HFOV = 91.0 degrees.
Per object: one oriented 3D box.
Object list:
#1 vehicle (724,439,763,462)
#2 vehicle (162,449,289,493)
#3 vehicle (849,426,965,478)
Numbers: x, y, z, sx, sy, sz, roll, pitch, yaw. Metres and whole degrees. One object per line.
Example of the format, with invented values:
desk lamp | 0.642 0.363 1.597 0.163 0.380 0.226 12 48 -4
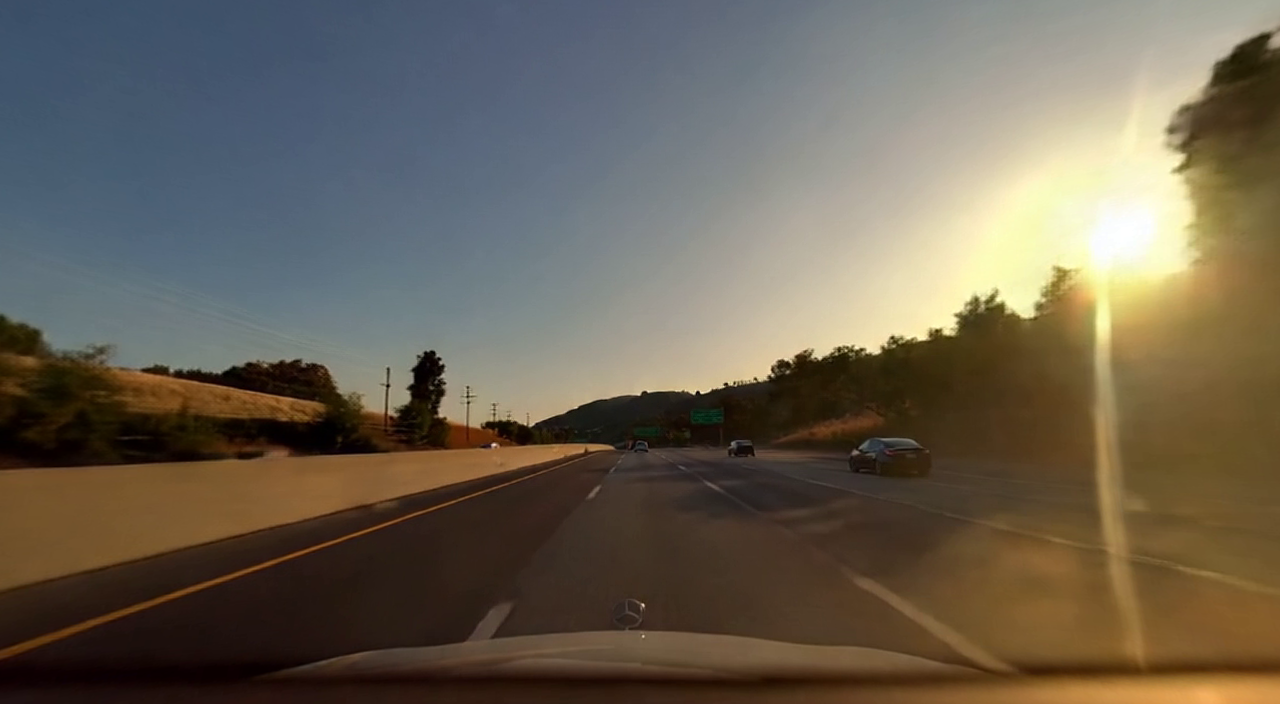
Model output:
vehicle | 7.428 7.114 45.644 2.053 1.553 4.463 0 -9 -1
vehicle | -15.879 4.552 24.443 1.907 1.498 4.414 0 -9 0
vehicle | 11.038 4.204 26.654 2.387 1.936 5.646 0 -9 0
